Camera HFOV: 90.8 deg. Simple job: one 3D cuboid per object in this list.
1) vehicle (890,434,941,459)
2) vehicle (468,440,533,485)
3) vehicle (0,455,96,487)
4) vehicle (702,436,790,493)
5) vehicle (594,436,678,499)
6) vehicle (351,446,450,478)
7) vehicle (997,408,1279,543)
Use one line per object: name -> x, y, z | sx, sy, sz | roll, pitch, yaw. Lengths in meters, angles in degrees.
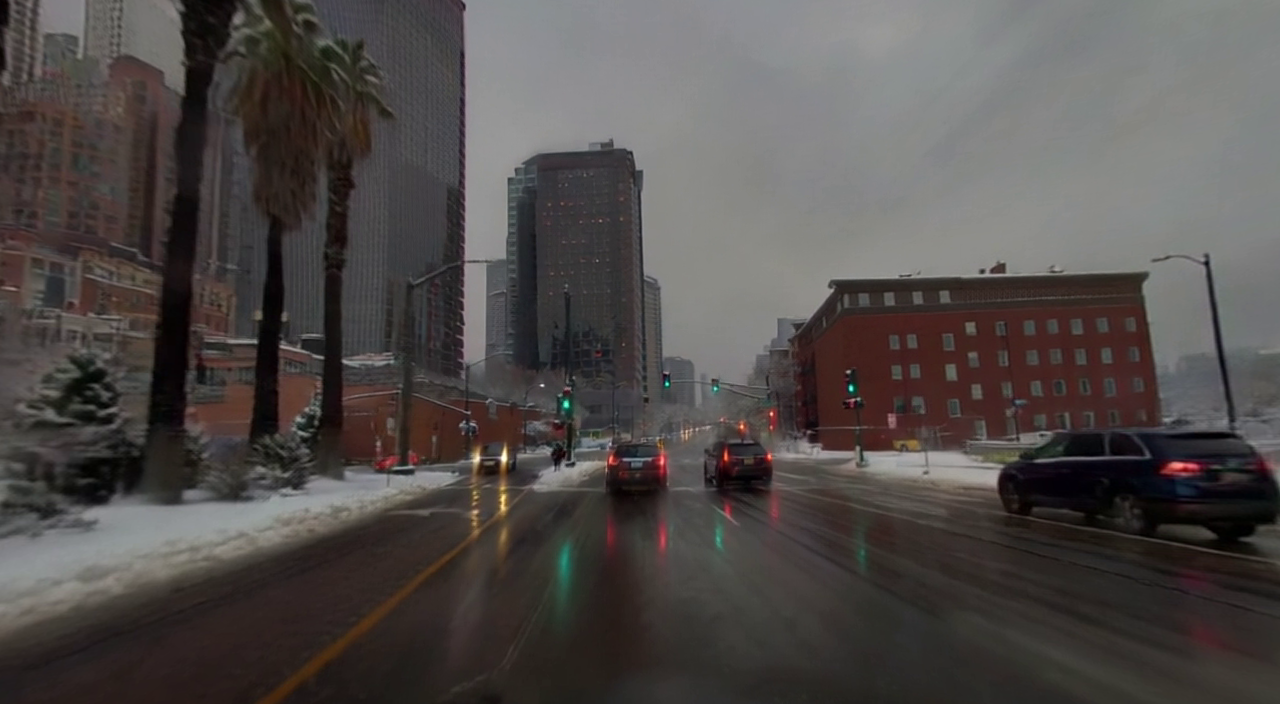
vehicle -> 19.785, 6.836, 45.579 | 1.959, 1.674, 4.706 | -1, -9, 5
vehicle -> -5.164, 4.124, 23.940 | 1.977, 1.501, 4.435 | 1, -9, -7
vehicle -> -38.327, 7.546, 40.275 | 5.791, 1.900, 2.283 | -2, -9, 12
vehicle -> 3.028, 3.287, 18.809 | 1.909, 1.500, 3.524 | 0, -9, -2
vehicle -> -0.144, 3.091, 17.274 | 2.048, 1.503, 3.681 | 0, -9, -2
vehicle -> -12.162, 5.580, 32.126 | 4.641, 1.502, 1.882 | -4, -9, 23
vehicle -> 8.155, 1.891, 10.276 | 2.000, 1.685, 4.487 | 0, -9, -1
